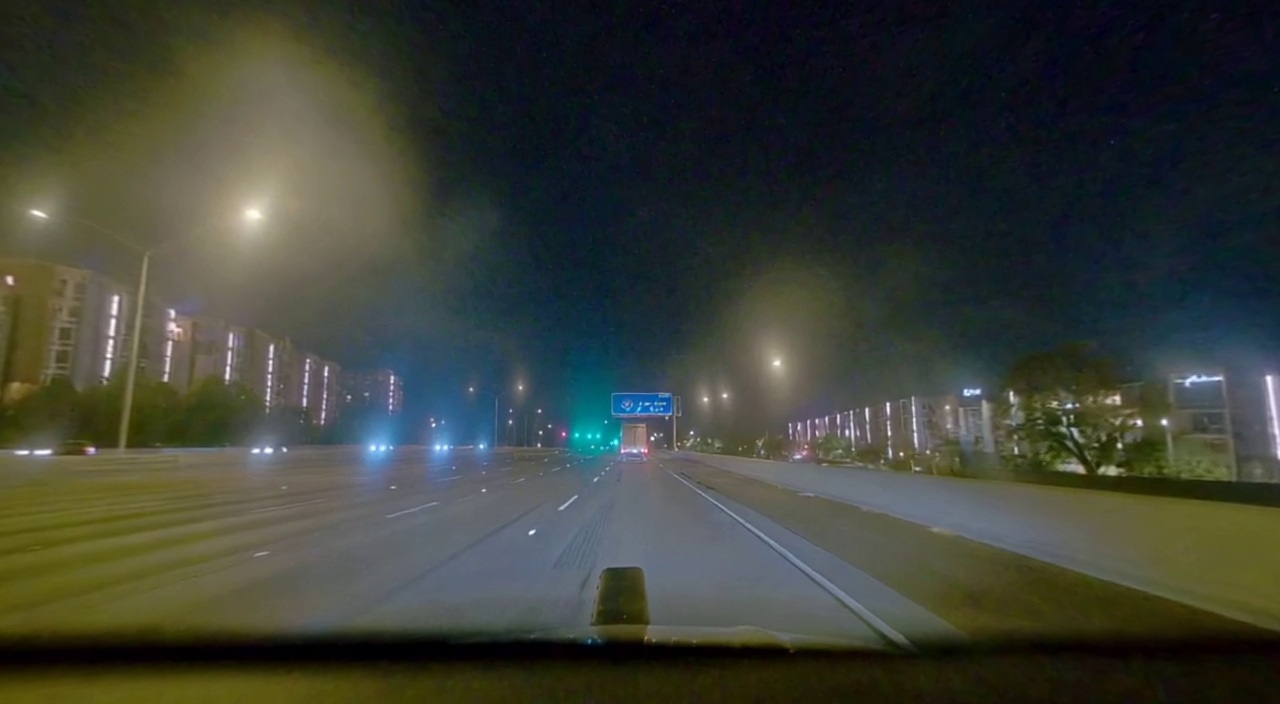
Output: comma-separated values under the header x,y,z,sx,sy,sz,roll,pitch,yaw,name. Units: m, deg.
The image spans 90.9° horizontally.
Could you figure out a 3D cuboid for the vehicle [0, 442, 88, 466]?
x,y,z,sx,sy,sz,roll,pitch,yaw,name
-37.172,6.355,39.388,1.755,1.446,3.906,-1,-9,1,vehicle
